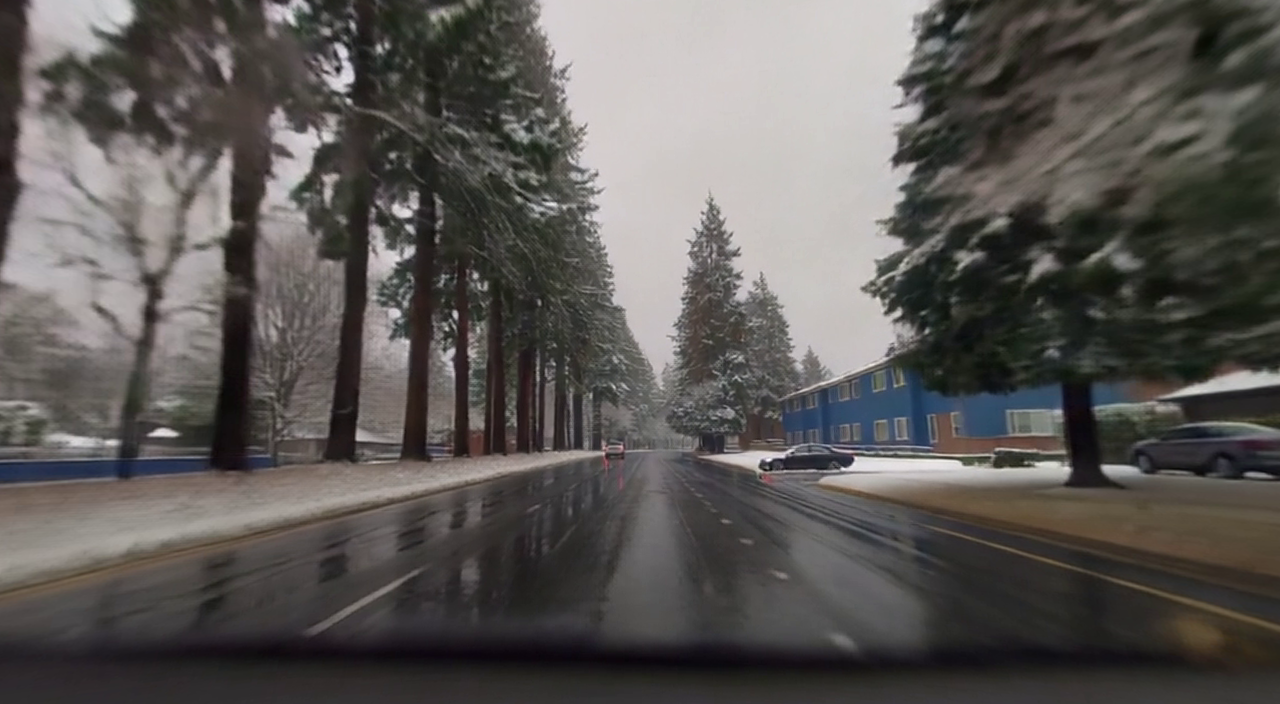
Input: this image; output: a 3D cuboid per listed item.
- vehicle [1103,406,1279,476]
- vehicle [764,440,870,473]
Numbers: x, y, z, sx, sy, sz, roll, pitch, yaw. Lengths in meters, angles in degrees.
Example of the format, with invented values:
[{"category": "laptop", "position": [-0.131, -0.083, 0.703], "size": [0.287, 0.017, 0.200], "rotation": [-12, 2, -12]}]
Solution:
[{"category": "vehicle", "position": [17.473, 2.762, 19.447], "size": [2.094, 1.813, 5.789], "rotation": [0, -9, 2]}, {"category": "vehicle", "position": [8.344, 4.987, 30.111], "size": [4.575, 1.514, 1.932], "rotation": [-1, -9, 8]}]
